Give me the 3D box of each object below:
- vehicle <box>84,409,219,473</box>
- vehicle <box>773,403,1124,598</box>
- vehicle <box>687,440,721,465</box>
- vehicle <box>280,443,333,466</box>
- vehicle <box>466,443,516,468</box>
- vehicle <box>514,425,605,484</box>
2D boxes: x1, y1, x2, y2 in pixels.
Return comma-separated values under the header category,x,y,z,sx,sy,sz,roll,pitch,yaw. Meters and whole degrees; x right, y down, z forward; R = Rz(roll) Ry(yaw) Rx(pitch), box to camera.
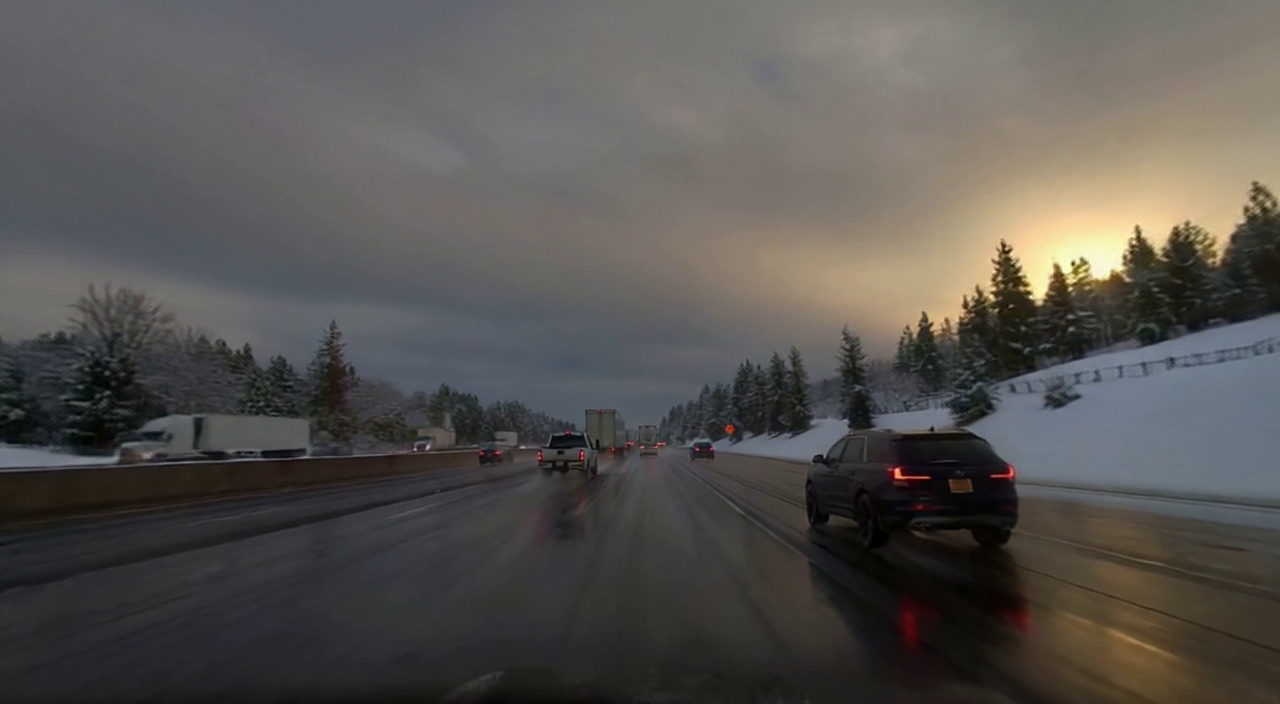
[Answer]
category,x,y,z,sx,sy,sz,roll,pitch,yaw
vehicle,-31.623,5.843,41.278,3.125,3.787,6.695,-1,-8,3
vehicle,3.119,1.602,7.660,2.028,1.658,4.334,0,-8,0
vehicle,4.512,7.129,44.964,2.026,1.661,3.865,0,-8,-1
vehicle,-21.535,6.621,40.844,1.464,1.377,3.386,-1,-8,3
vehicle,-9.607,6.675,40.935,1.981,1.495,4.834,0,-8,1
vehicle,-2.977,4.068,25.235,2.645,2.023,6.491,0,-8,1
